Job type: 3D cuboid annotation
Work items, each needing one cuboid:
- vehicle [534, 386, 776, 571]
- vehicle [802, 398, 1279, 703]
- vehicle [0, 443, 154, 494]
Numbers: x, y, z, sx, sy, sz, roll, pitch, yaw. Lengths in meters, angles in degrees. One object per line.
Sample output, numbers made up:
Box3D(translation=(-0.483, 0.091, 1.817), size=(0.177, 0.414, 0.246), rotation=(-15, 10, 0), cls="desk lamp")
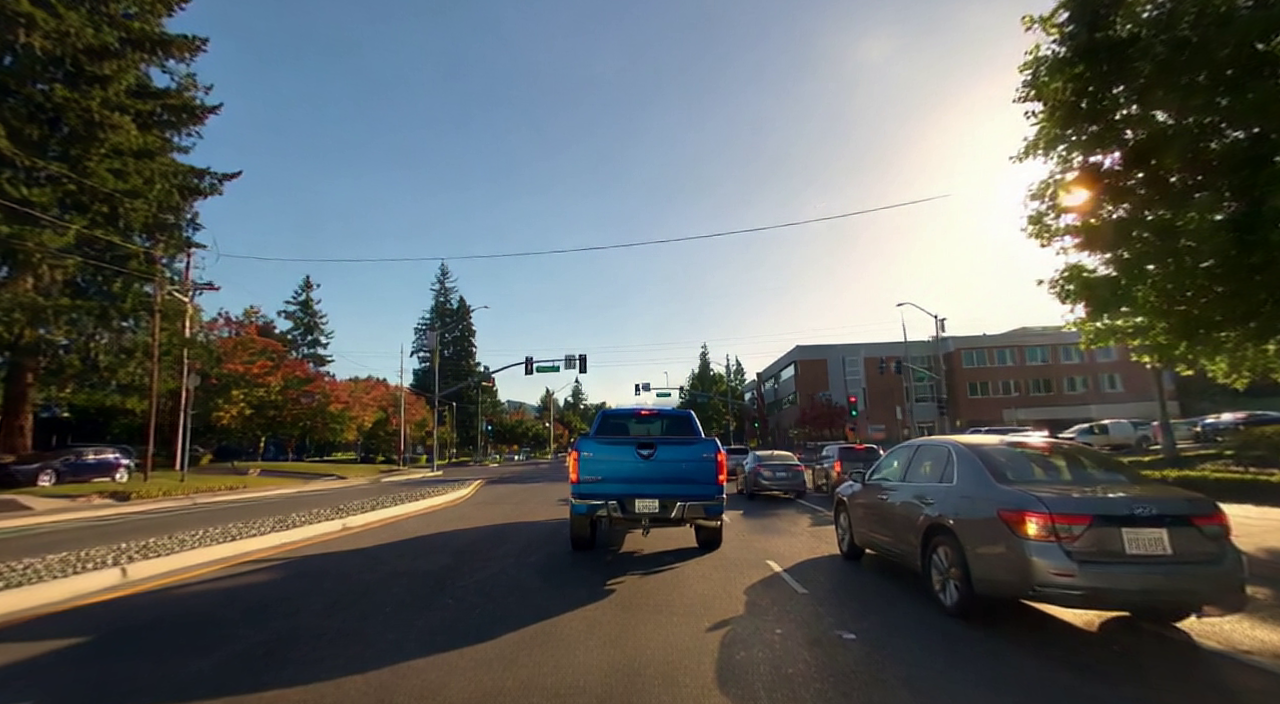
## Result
Box3D(translation=(0.174, 1.777, 9.680), size=(2.636, 2.011, 5.425), rotation=(0, -8, 0), cls="vehicle")
Box3D(translation=(3.328, 1.465, 6.030), size=(2.155, 1.667, 5.162), rotation=(0, -8, 0), cls="vehicle")
Box3D(translation=(-21.746, 4.452, 24.542), size=(2.062, 1.764, 4.508), rotation=(0, -8, -2), cls="vehicle")
